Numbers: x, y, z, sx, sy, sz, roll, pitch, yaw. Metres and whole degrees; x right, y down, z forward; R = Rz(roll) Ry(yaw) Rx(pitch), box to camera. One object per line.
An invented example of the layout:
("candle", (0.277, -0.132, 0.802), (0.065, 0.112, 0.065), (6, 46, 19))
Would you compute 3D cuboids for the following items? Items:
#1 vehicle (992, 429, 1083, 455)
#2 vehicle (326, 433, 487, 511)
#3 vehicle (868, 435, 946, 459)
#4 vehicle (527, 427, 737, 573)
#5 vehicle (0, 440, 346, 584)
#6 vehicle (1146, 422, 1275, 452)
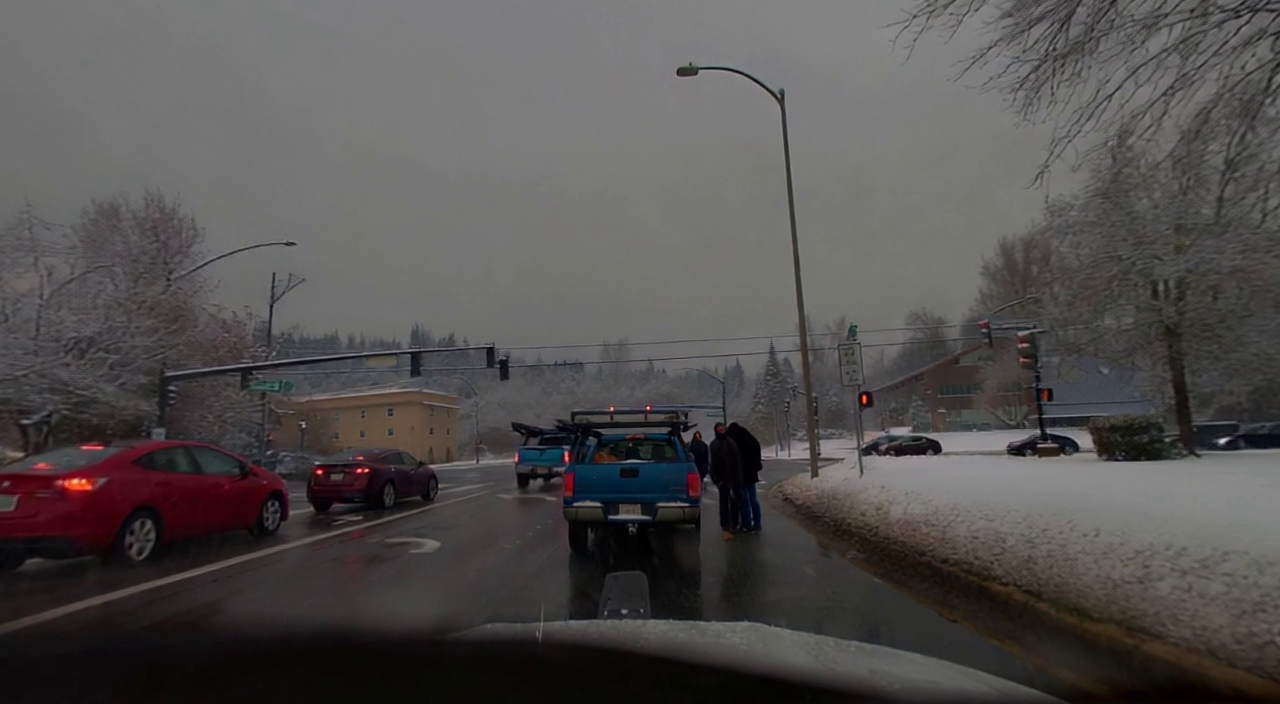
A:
("vehicle", (23.809, 5.437, 37.750), (4.454, 1.440, 1.816), (-5, -10, 30))
("vehicle", (-6.156, 3.218, 17.441), (2.230, 1.811, 5.183), (-1, -9, 3))
("vehicle", (17.502, 6.217, 41.137), (4.441, 1.452, 1.798), (-5, -10, 30))
("vehicle", (-0.053, 1.858, 8.674), (2.182, 1.501, 4.150), (0, -9, 1))
("vehicle", (-6.330, 2.066, 9.028), (1.948, 1.530, 4.283), (0, -9, 3))
("vehicle", (30.519, 4.602, 33.802), (4.739, 1.472, 1.804), (-5, -10, 30))
